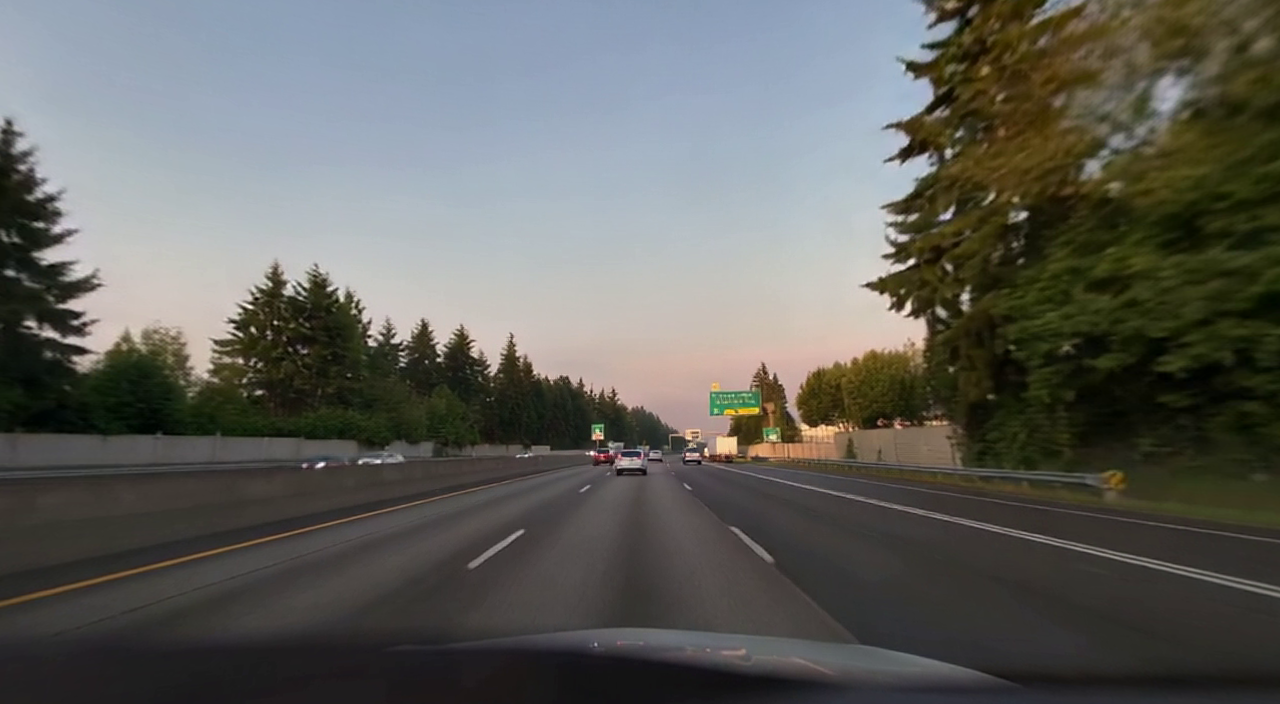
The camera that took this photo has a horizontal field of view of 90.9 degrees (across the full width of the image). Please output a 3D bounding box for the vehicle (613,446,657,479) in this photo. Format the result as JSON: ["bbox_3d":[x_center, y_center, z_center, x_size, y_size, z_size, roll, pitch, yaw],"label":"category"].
[{"bbox_3d":[-0.208,5.527,31.671,2.035,1.513,4.272,0,-9,1],"label":"vehicle"}]

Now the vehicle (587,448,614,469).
[{"bbox_3d":[-3.078,8.430,49.991,1.874,1.555,3.487,0,-9,1],"label":"vehicle"}]
